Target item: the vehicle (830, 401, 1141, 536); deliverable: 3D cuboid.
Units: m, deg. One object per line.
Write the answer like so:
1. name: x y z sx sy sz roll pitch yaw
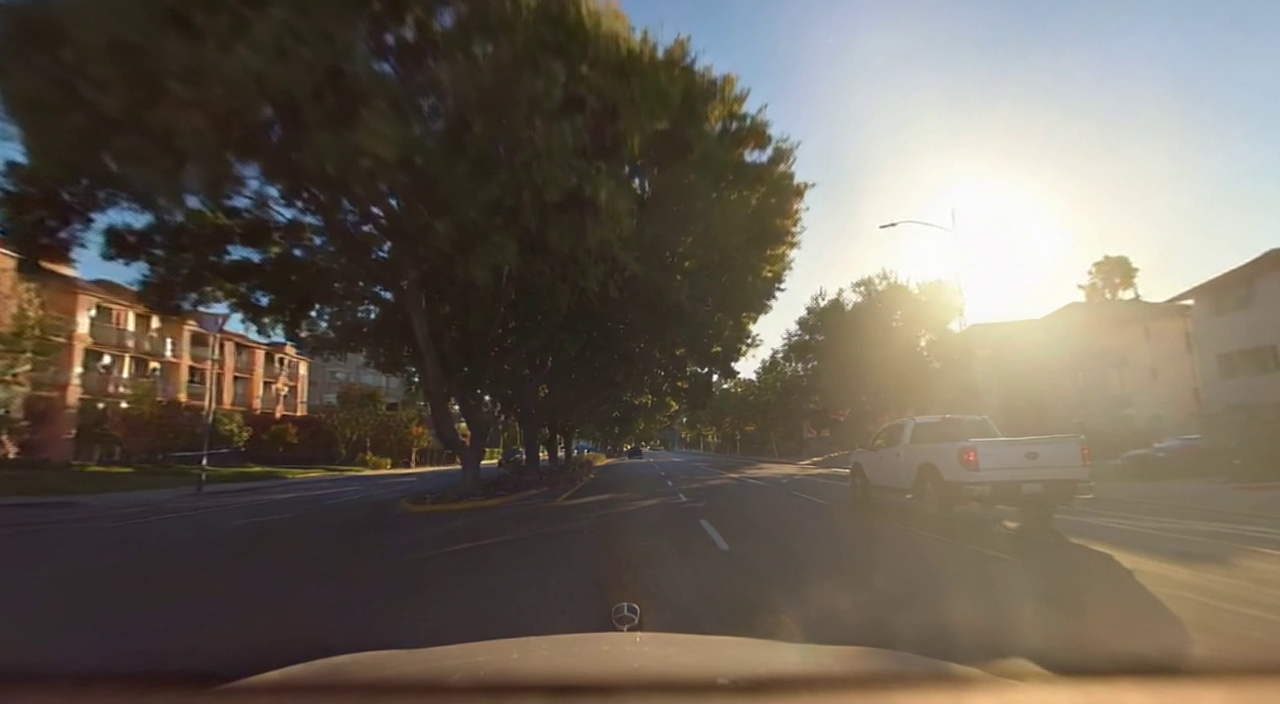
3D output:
1. vehicle: 5.985 2.177 12.352 2.493 1.956 6.125 0 -9 -1
